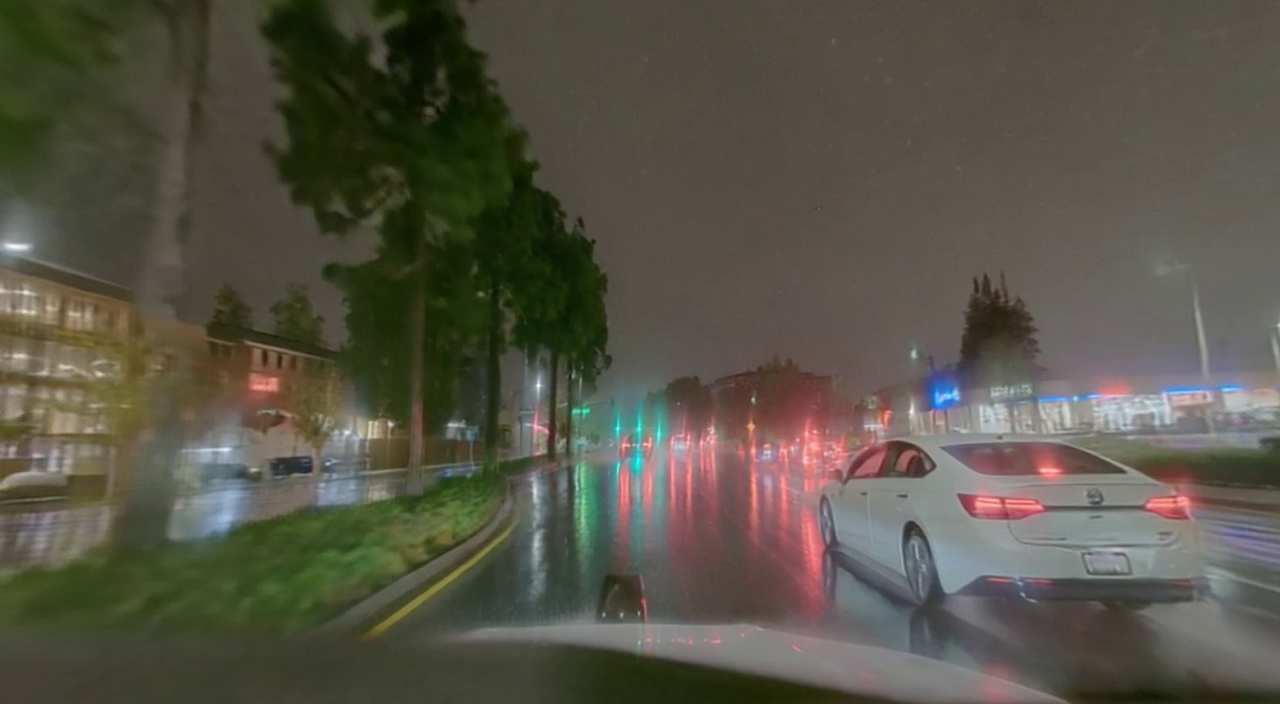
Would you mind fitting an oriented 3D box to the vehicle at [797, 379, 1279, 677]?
[{"bbox_3d":[3.125,1.313,5.856,2.153,1.658,4.485,0,-8,0],"label":"vehicle"}]

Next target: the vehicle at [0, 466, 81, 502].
[{"bbox_3d":[-29.969,6.433,30.586,4.040,1.444,1.905,-4,-8,-1],"label":"vehicle"}]

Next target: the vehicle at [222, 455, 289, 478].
[{"bbox_3d":[-30.287,9.009,49.862,4.058,1.535,1.826,-2,-8,-1],"label":"vehicle"}]

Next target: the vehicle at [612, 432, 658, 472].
[{"bbox_3d":[-0.246,4.878,31.041,2.106,1.798,4.168,0,-8,0],"label":"vehicle"}]

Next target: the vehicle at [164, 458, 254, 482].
[{"bbox_3d":[-29.988,8.229,44.049,4.689,1.535,2.042,0,-8,-1],"label":"vehicle"}]

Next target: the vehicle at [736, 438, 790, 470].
[{"bbox_3d":[6.149,5.142,31.996,1.883,1.452,4.258,0,-8,0],"label":"vehicle"}]
